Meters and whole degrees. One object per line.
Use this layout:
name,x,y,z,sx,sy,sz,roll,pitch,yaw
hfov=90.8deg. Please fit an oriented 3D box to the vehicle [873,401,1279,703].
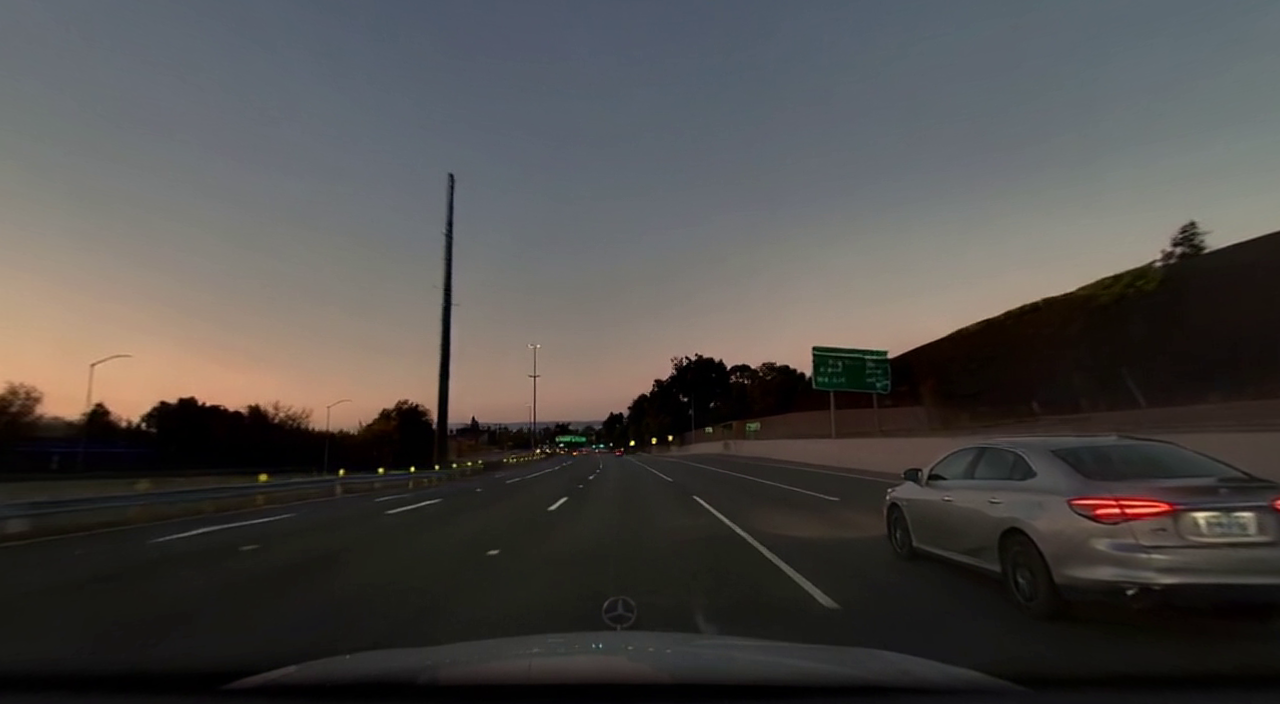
vehicle,3.919,1.287,5.010,2.217,1.477,4.817,0,-8,-1
